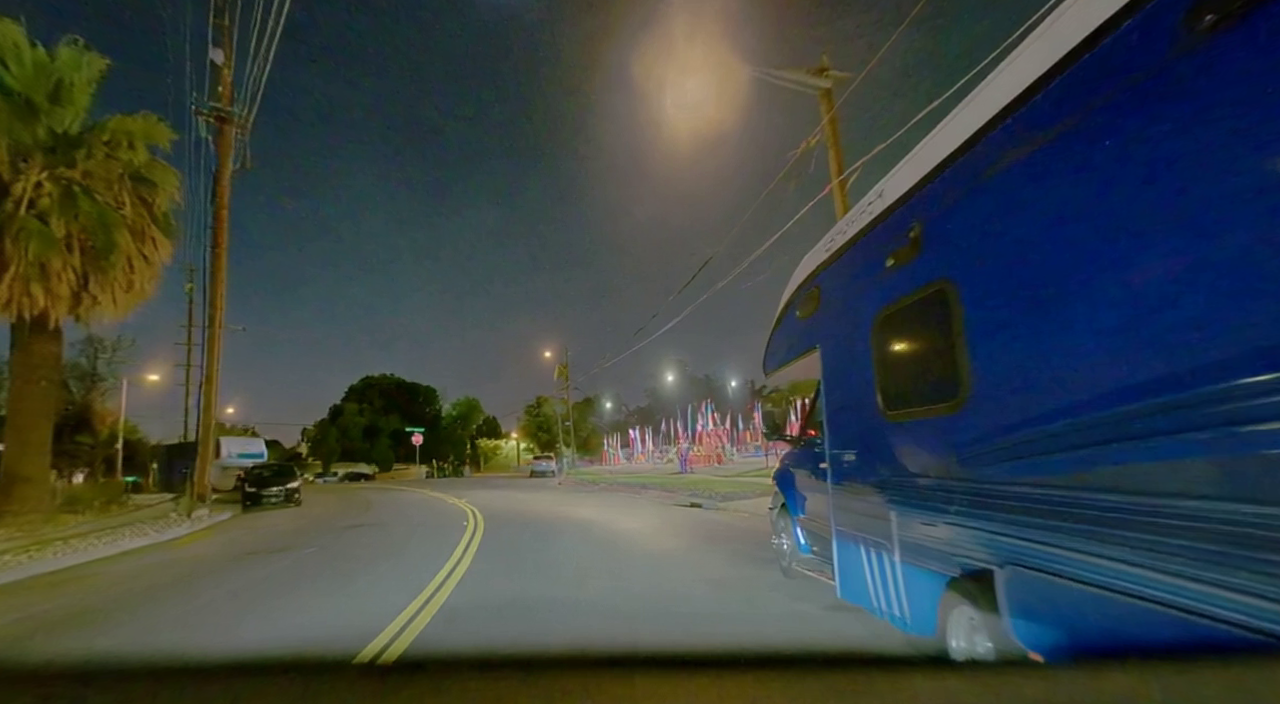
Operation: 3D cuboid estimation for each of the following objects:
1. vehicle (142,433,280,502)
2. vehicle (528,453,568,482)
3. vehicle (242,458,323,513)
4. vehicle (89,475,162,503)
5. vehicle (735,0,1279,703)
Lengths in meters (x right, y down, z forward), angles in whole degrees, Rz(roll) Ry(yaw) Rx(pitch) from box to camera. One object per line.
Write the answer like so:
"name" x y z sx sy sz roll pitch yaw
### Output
"vehicle" -26.715 7.000 39.021 11.364 3.720 3.216 -7 -11 37
"vehicle" -6.914 8.524 46.926 2.508 1.887 5.930 2 -9 -12
"vehicle" -12.070 4.411 21.423 2.085 1.545 4.340 4 -10 -28
"vehicle" -36.823 9.746 45.185 4.527 1.732 2.059 -4 -9 24
"vehicle" 2.885 0.361 4.482 2.853 3.082 7.767 0 -9 -3
